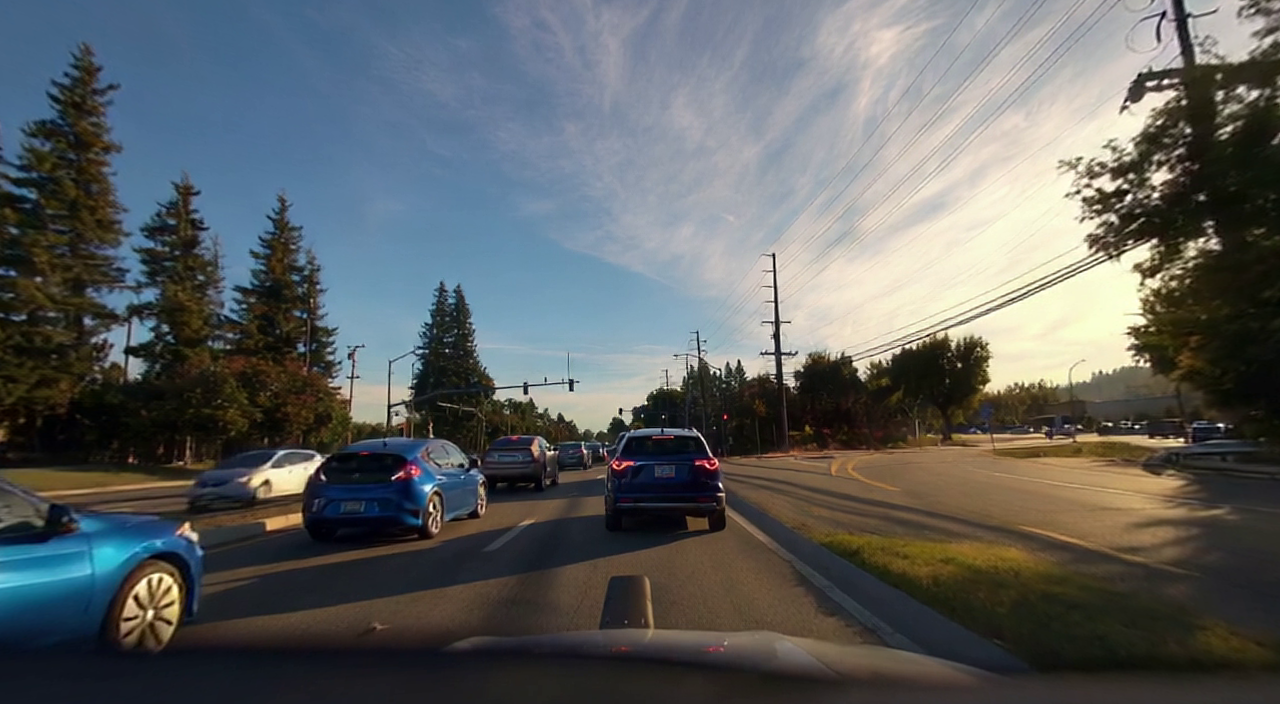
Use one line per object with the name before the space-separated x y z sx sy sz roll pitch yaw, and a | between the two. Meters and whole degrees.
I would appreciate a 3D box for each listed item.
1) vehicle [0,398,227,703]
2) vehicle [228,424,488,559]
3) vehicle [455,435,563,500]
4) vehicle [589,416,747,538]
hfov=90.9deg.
vehicle | -3.782 0.803 1.704 2.051 1.488 4.806 0 -9 0
vehicle | -3.813 1.943 9.479 1.999 1.563 4.007 0 -9 1
vehicle | -3.600 3.266 18.231 2.018 1.621 4.441 -1 -9 2
vehicle | 0.431 2.050 10.860 2.205 1.691 3.937 0 -9 1
